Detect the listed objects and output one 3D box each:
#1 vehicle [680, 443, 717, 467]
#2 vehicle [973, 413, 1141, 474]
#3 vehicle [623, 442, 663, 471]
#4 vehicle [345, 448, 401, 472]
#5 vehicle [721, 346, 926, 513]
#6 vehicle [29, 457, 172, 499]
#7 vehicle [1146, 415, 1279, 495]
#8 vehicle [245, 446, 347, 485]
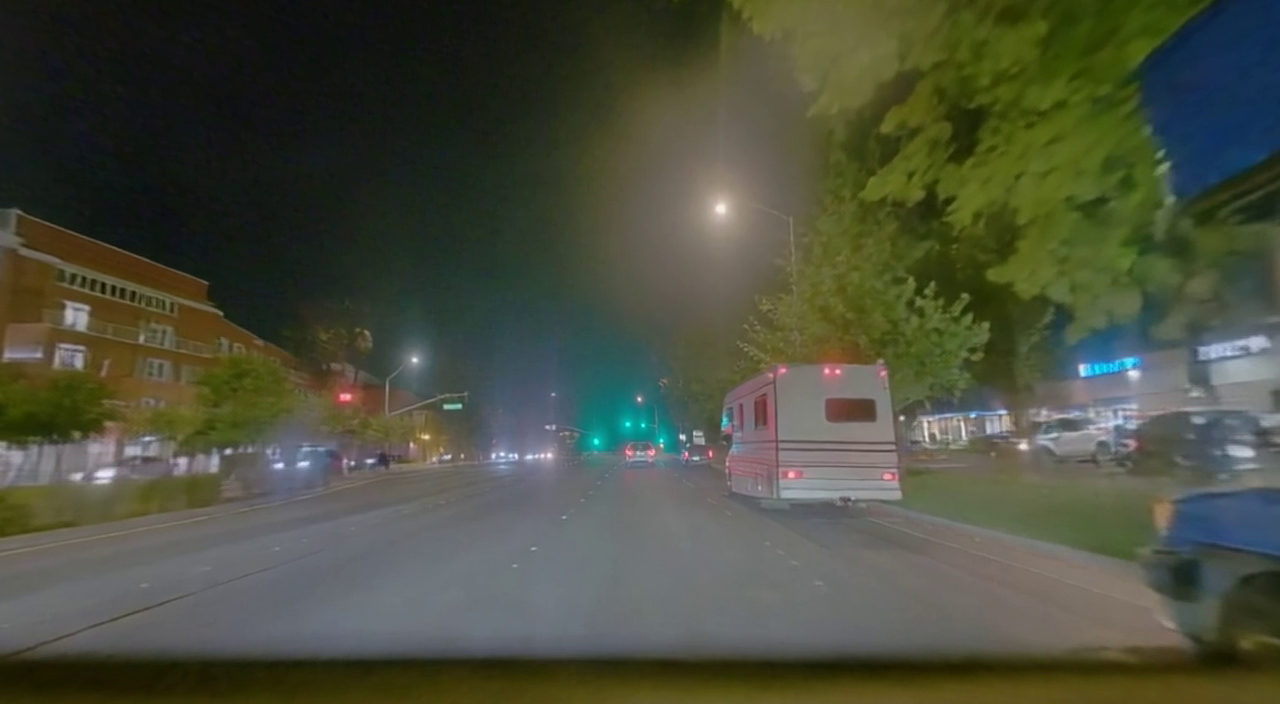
[{"bbox_3d":[4.127,7.346,45.270,2.060,1.611,4.675,0,-9,-1],"label":"vehicle"},{"bbox_3d":[13.925,3.136,21.454,4.312,1.647,1.921,-8,-10,23],"label":"vehicle"},{"bbox_3d":[0.125,5.851,35.425,2.103,1.506,4.742,0,-9,-1],"label":"vehicle"},{"bbox_3d":[-17.931,7.289,42.675,1.889,1.507,4.388,0,-9,0],"label":"vehicle"},{"bbox_3d":[4.072,2.132,16.337,2.924,3.250,7.780,-1,-9,0],"label":"vehicle"},{"bbox_3d":[-20.793,4.841,24.644,1.796,1.445,4.236,0,-9,0],"label":"vehicle"},{"bbox_3d":[13.160,2.042,12.654,4.140,1.465,2.072,-1,-9,3],"label":"vehicle"},{"bbox_3d":[-14.740,4.850,27.356,2.028,1.535,4.217,0,-9,0],"label":"vehicle"}]
